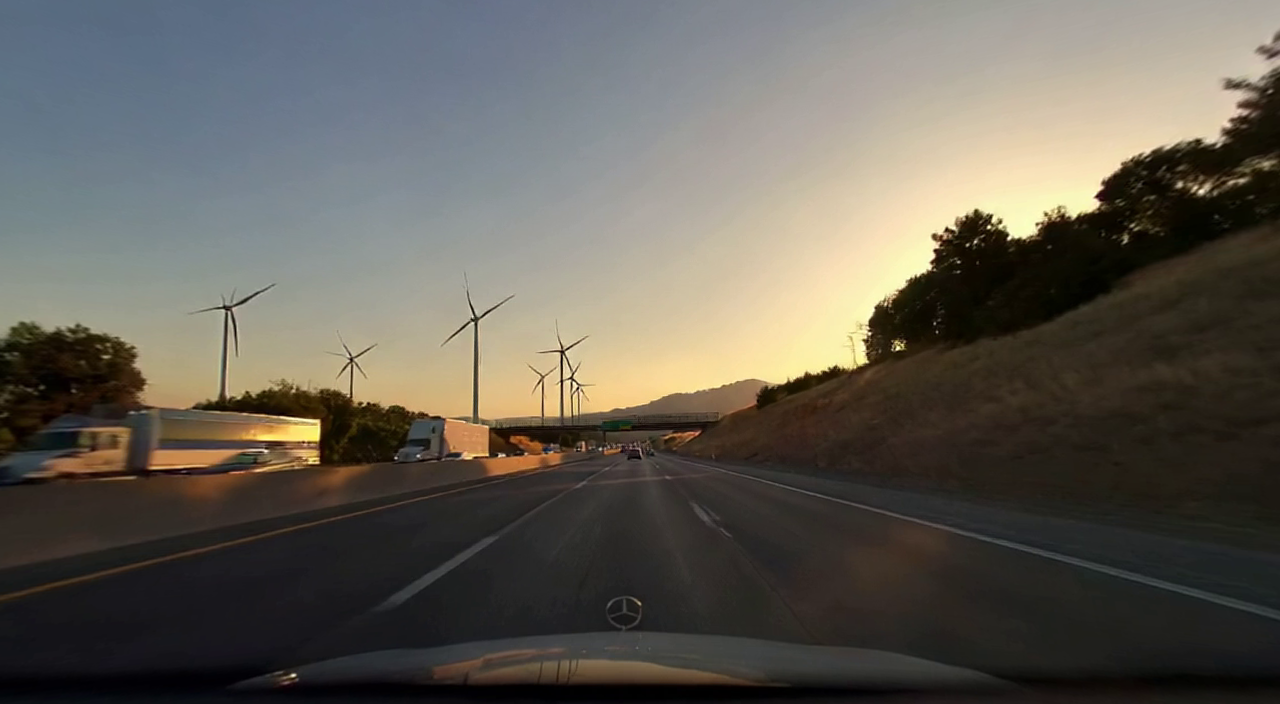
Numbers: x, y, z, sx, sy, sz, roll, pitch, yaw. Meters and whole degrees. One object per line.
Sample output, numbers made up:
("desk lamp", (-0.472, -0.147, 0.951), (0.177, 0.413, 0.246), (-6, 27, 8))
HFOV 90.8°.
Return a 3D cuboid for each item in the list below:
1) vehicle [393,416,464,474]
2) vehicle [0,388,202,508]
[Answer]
("vehicle", (-15.686, 6.978, 47.343), (3.154, 4.039, 6.070), (0, -9, 0))
("vehicle", (-19.715, 3.489, 23.069), (2.978, 3.778, 5.928), (0, -9, 0))
